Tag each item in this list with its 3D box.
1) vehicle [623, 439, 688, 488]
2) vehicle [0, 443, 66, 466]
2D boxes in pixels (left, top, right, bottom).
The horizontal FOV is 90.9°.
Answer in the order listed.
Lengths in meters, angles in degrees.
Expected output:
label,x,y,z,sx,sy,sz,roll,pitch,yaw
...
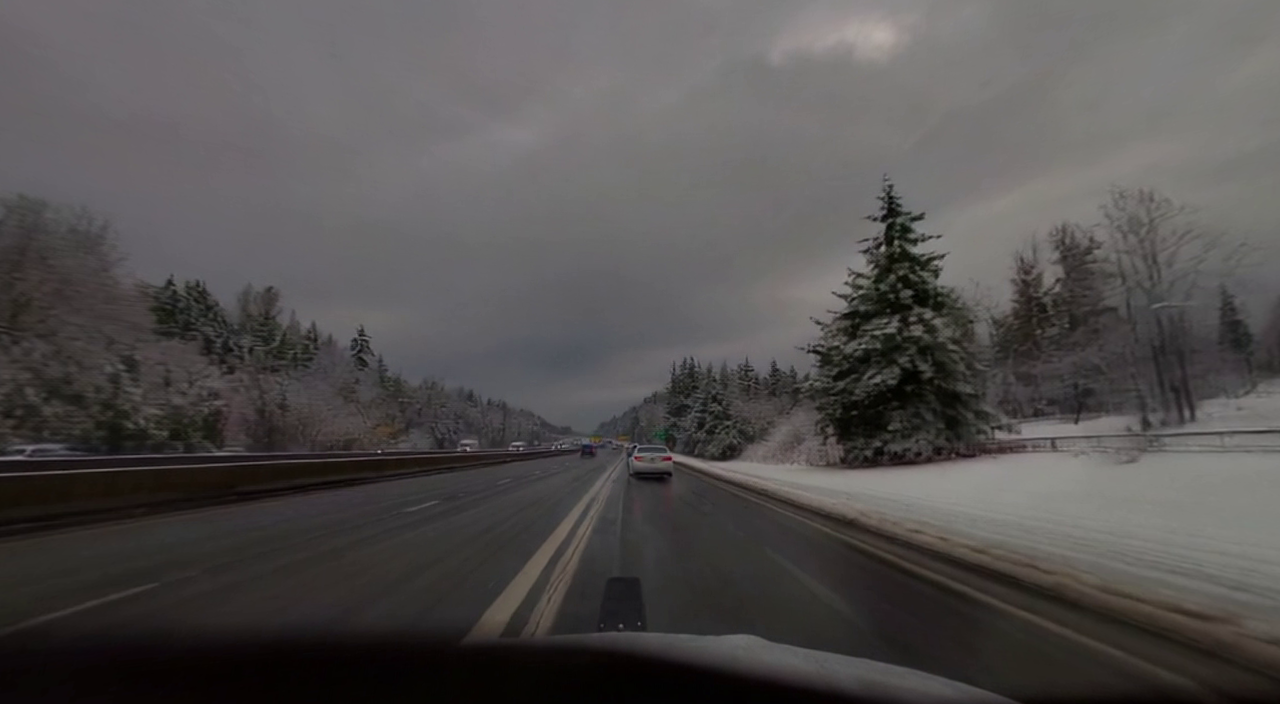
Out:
label,x,y,z,sx,sy,sz,roll,pitch,yaw
vehicle,0.414,3.664,21.010,1.960,1.456,3.818,0,-9,-2
vehicle,-43.481,7.265,44.653,1.794,1.504,4.380,1,-9,-8
